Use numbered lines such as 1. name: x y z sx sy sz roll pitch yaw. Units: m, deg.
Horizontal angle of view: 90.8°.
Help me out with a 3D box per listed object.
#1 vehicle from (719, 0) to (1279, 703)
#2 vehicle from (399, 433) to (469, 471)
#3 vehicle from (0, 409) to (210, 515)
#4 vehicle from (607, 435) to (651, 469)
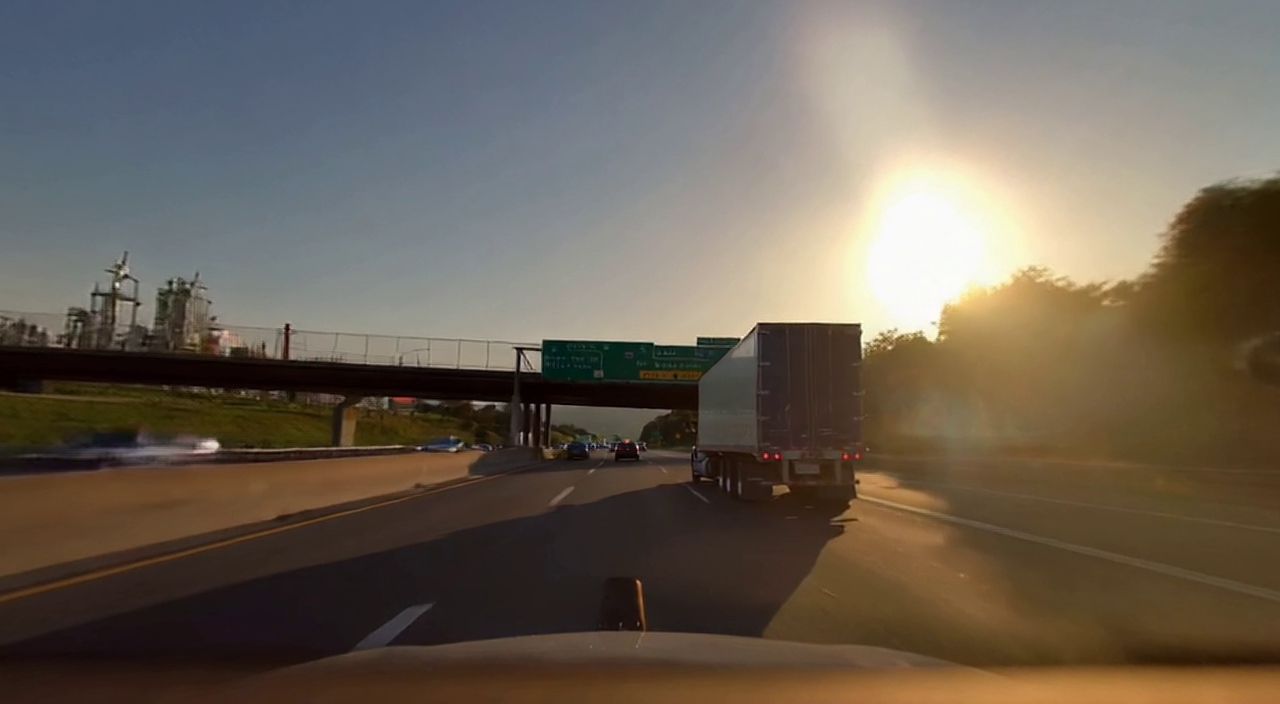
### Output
1. vehicle: 3.381 0.125 6.310 2.996 4.123 15.965 0 -9 0
2. vehicle: -10.241 5.000 31.805 2.107 1.758 4.496 0 -9 -2
3. vehicle: -13.948 2.697 15.888 2.213 2.161 5.648 0 -9 0
4. vehicle: -0.594 5.316 33.696 2.191 1.685 4.015 0 -9 -1
